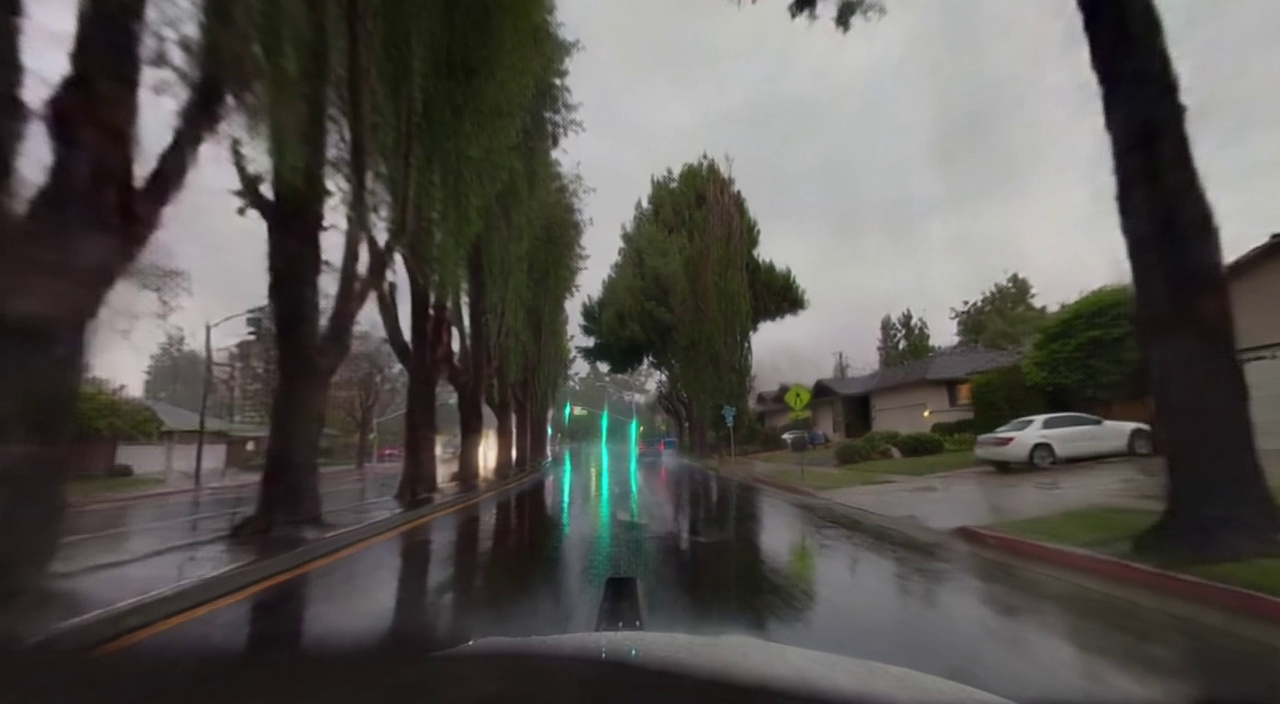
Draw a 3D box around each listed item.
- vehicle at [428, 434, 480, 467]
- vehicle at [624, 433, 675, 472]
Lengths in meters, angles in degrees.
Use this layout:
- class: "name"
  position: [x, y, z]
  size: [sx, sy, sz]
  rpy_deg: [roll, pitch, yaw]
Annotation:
- class: "vehicle"
  position: [-11.983, 6.386, 41.116]
  size: [2.334, 2.022, 5.653]
  rpy_deg: [1, -8, -7]
- class: "vehicle"
  position: [0.386, 4.781, 30.266]
  size: [1.990, 1.707, 4.225]
  rpy_deg: [0, -8, -5]
